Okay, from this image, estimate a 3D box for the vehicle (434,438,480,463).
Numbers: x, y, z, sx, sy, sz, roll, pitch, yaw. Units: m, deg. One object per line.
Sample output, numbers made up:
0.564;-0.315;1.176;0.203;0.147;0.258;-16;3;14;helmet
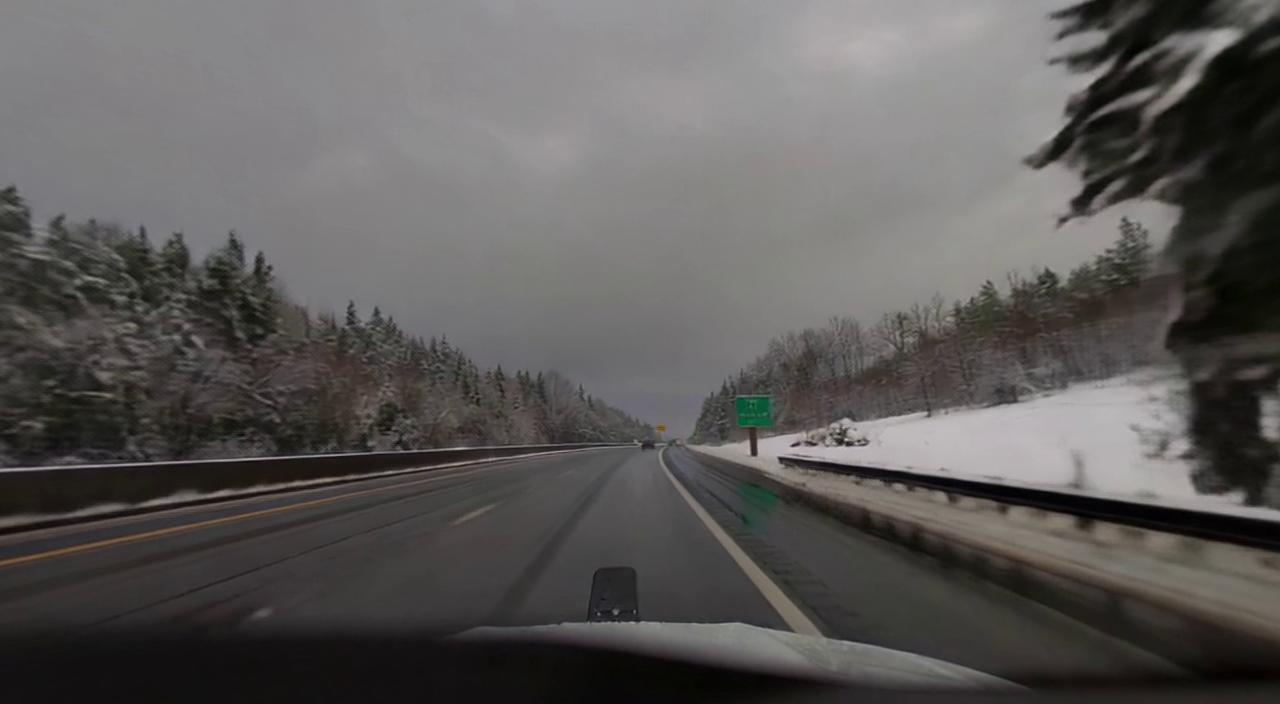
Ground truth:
-13.931;7.527;48.187;2.097;1.750;4.773;0;-8;0;vehicle
